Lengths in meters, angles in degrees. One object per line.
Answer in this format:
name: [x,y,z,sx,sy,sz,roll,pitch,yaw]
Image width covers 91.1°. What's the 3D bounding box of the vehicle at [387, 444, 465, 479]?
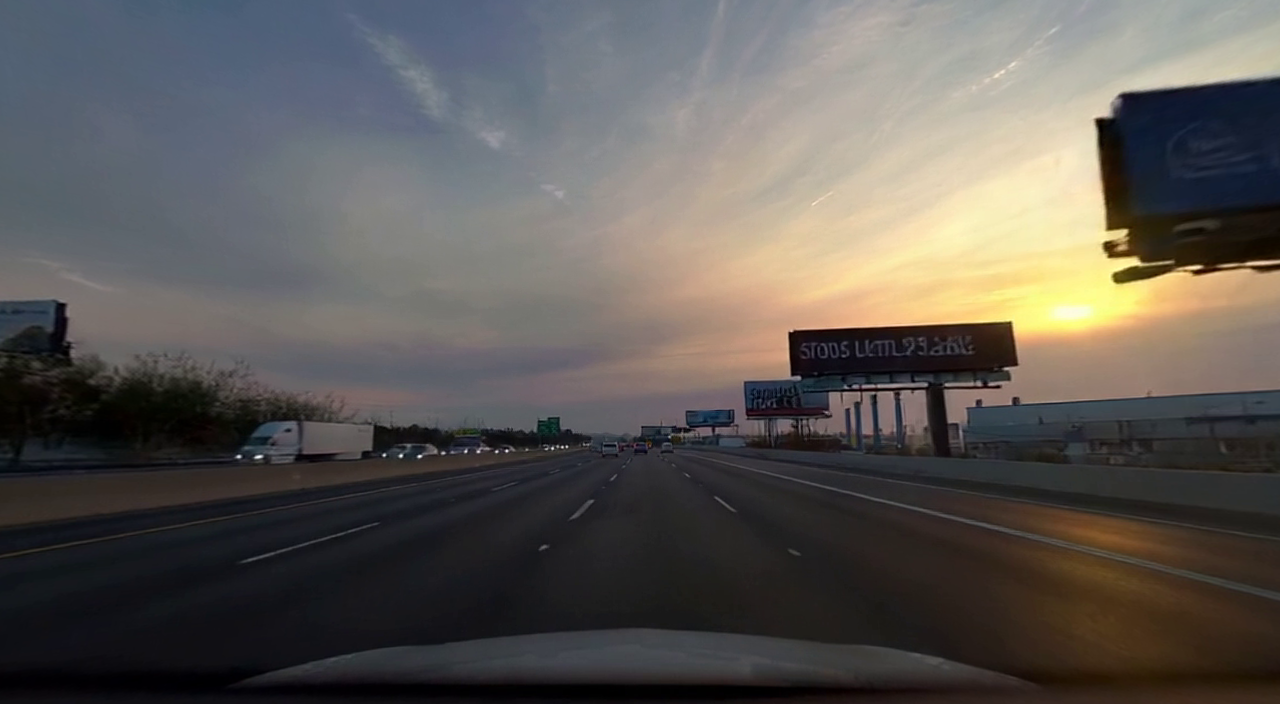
vehicle: [-9.798,5.028,29.136,1.974,1.513,4.584,0,-9,0]
